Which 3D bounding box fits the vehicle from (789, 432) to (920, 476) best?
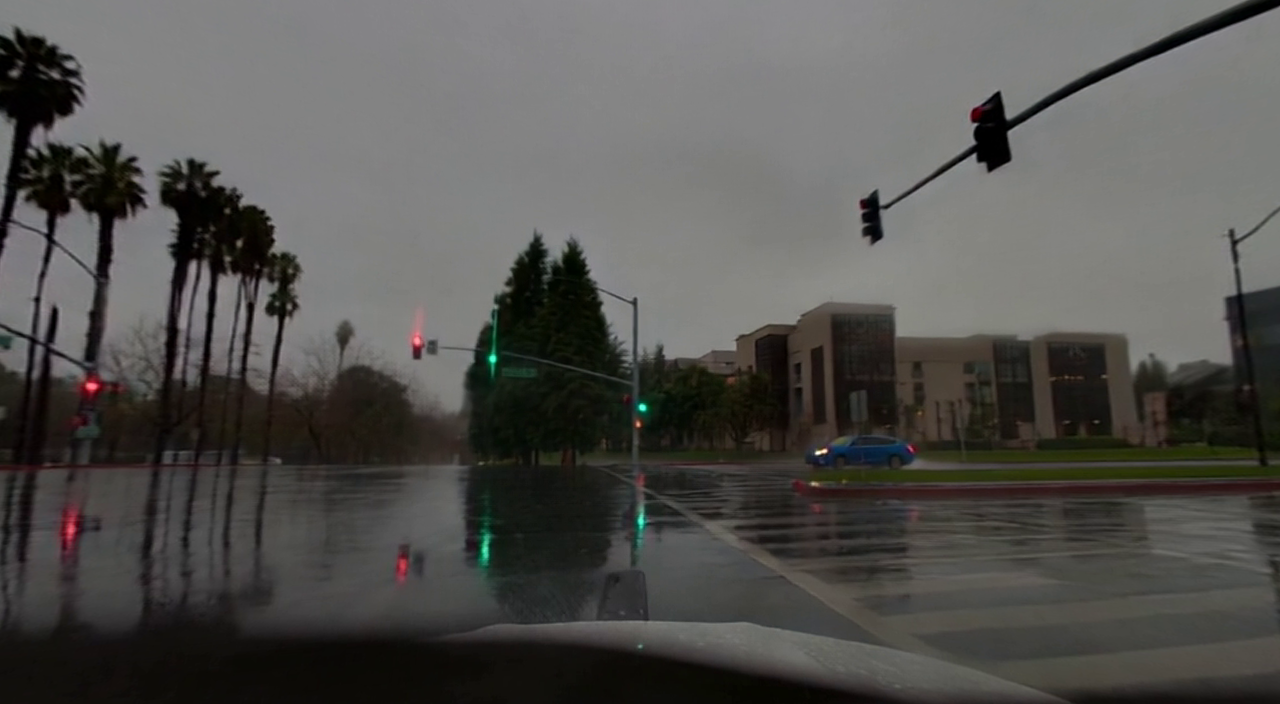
[{"bbox_3d":[9.087,4.350,26.859,4.820,1.751,2.050,1,-9,-7],"label":"vehicle"}]
